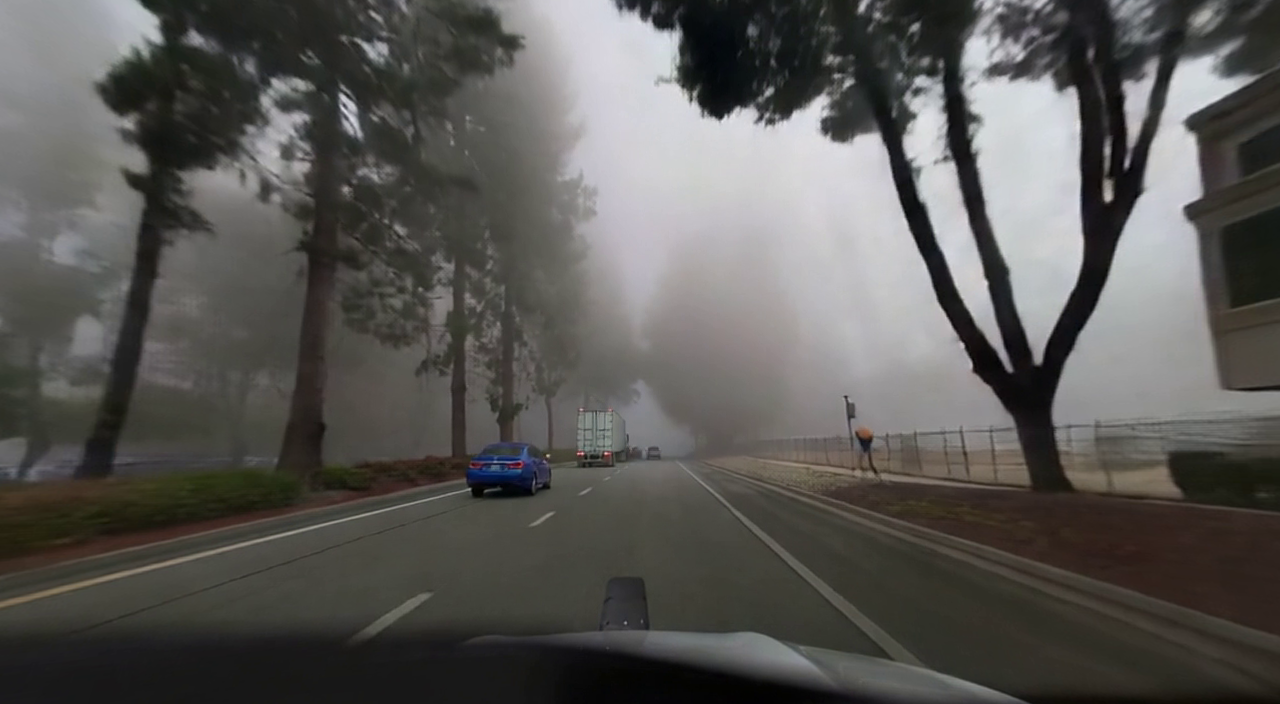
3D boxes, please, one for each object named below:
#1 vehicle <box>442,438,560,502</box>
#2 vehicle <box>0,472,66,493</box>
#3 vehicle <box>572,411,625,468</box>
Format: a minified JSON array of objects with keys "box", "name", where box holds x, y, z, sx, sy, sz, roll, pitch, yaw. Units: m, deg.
[{"box":[-3.509,3.057,16.828,2.005,1.462,4.345,0,-8,2],"name":"vehicle"},{"box":[-47.683,10.163,49.145,4.016,1.434,1.718,0,-9,-3],"name":"vehicle"},{"box":[-2.515,5.750,41.197,2.746,3.276,8.572,0,-8,1],"name":"vehicle"}]
